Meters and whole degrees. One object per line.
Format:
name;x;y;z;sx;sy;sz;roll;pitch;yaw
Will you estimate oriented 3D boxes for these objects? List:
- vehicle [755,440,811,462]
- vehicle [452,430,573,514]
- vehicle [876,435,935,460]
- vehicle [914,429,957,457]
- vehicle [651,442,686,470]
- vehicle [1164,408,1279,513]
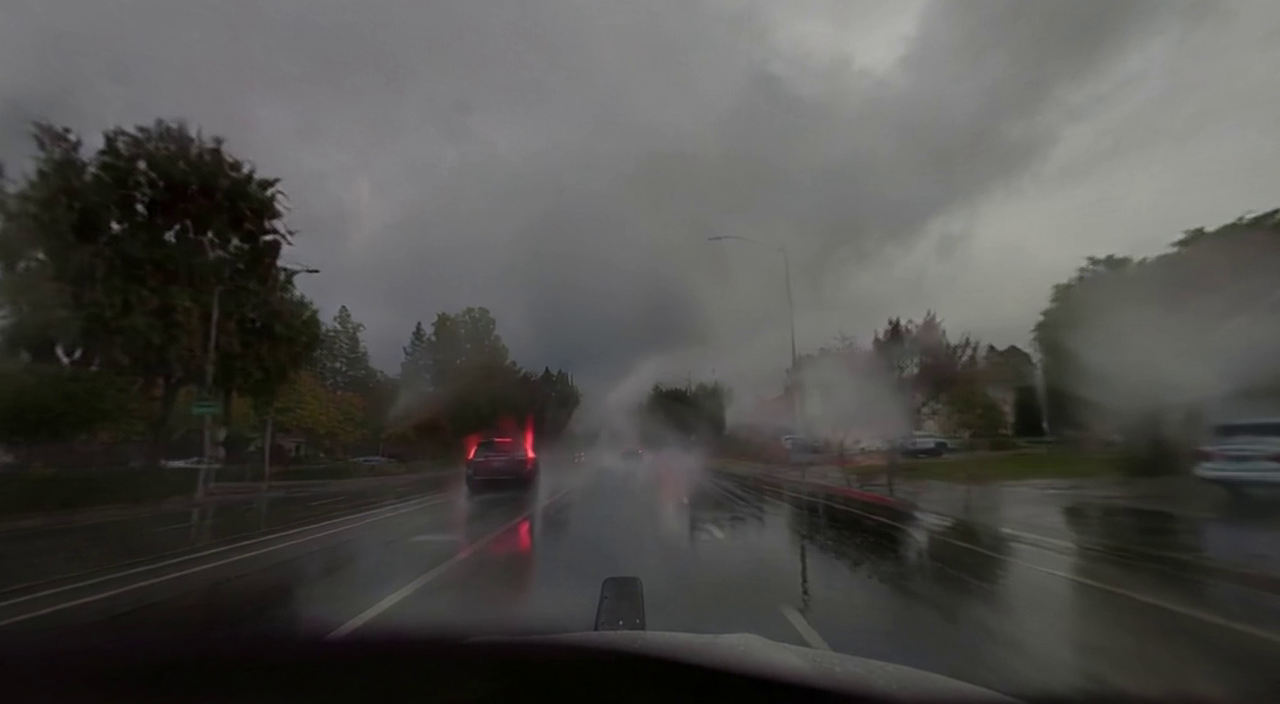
vehicle;10.528;7.306;46.781;1.903;1.569;3.751;6;-10;-34
vehicle;-2.888;2.836;15.539;2.205;1.706;4.904;0;-8;-3
vehicle;18.857;6.769;44.782;2.150;1.659;4.678;-8;-12;44
vehicle;23.157;7.124;49.444;2.117;1.987;4.418;-9;-12;34
vehicle;1.756;6.581;40.197;2.003;1.614;4.072;0;-8;-1
vehicle;11.856;1.800;10.584;4.478;1.694;2.178;-6;-10;36
